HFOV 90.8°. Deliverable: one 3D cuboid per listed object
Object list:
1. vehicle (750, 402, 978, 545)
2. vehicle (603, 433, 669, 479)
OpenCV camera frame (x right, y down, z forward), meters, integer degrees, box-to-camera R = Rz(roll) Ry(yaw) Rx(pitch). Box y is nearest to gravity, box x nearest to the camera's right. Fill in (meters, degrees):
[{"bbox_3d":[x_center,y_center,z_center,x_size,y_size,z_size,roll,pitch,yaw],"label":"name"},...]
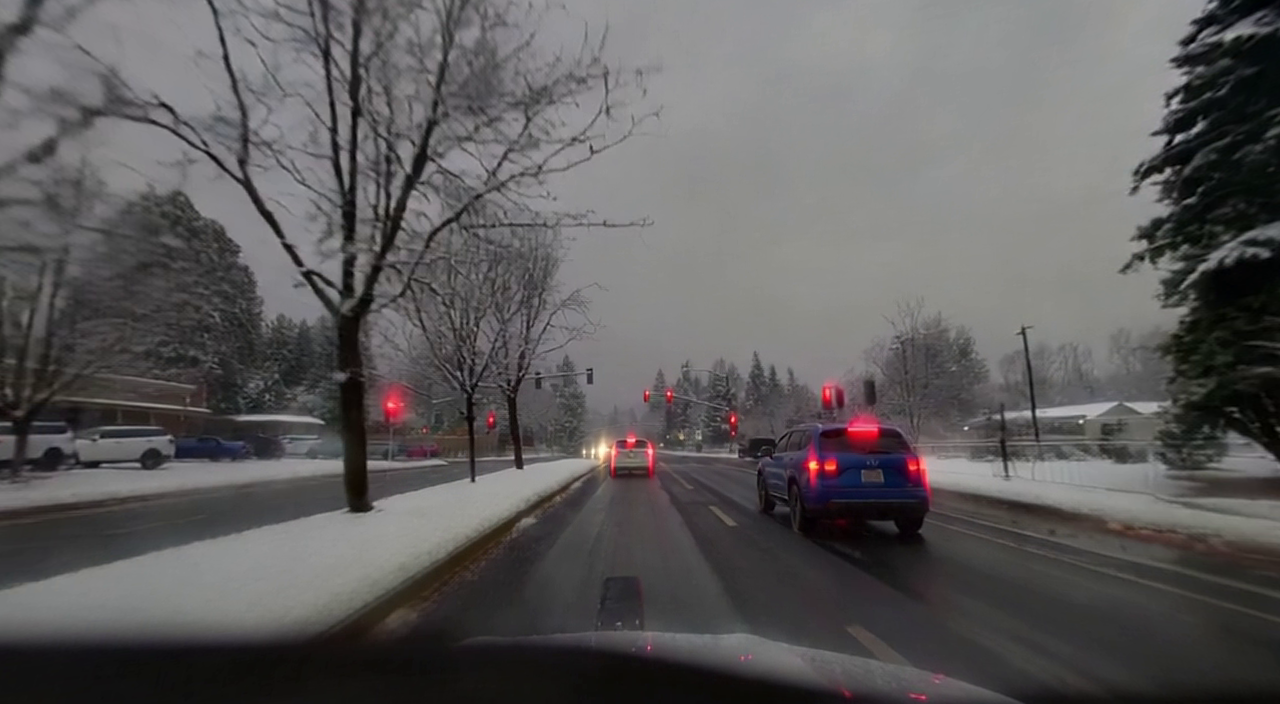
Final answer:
[{"bbox_3d":[3.172,1.838,10.114,2.046,1.768,4.370,0,-8,0],"label":"vehicle"},{"bbox_3d":[-0.143,3.771,23.163,2.177,1.512,4.682,0,-8,0],"label":"vehicle"}]
